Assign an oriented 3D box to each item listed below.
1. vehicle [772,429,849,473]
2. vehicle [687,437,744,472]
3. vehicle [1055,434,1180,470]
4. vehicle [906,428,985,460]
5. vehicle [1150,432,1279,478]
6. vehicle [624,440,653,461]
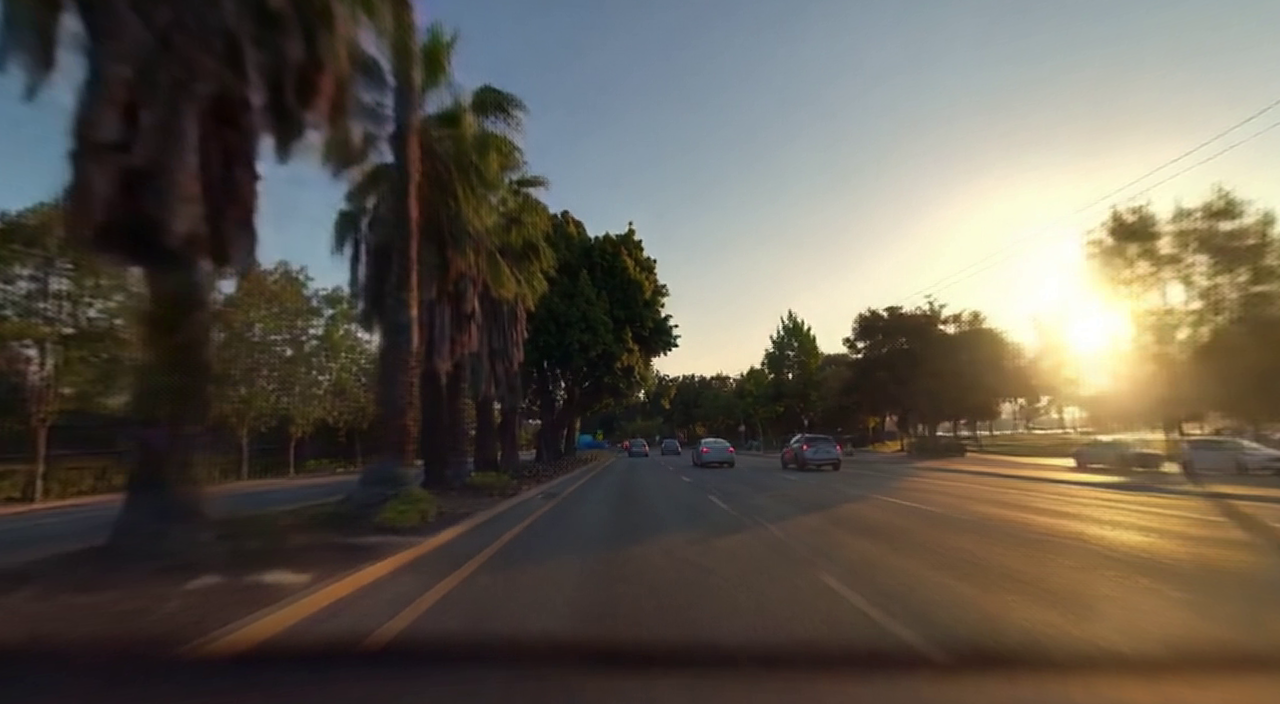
[{"bbox_3d":[6.971,4.102,26.340,1.916,1.646,4.258,0,-9,-1],"label":"vehicle"},{"bbox_3d":[3.296,4.578,28.403,1.875,1.452,4.453,0,-9,-2],"label":"vehicle"},{"bbox_3d":[20.995,4.421,28.073,1.844,1.464,4.546,0,-9,-3],"label":"vehicle"},{"bbox_3d":[20.867,6.340,43.568,2.304,2.044,5.894,0,-9,-2],"label":"vehicle"},{"bbox_3d":[21.006,3.621,22.439,1.852,1.448,4.601,0,-9,-1],"label":"vehicle"},{"bbox_3d":[-0.144,7.270,46.729,2.031,1.444,4.361,0,-9,-1],"label":"vehicle"}]
